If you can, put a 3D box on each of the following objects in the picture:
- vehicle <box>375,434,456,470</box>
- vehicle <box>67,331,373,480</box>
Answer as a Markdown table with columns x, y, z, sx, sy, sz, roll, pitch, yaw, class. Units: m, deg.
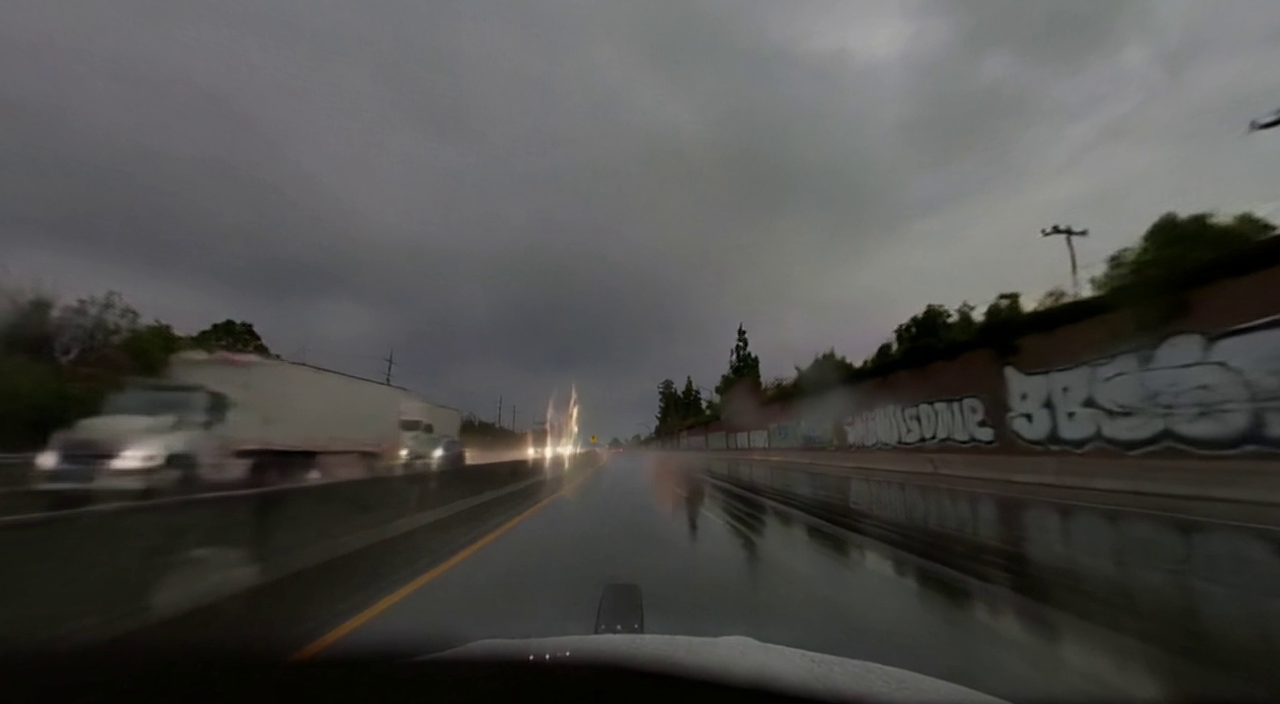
| x | y | z | sx | sy | sz | roll | pitch | yaw | class |
| --- | --- | --- | --- | --- | --- | --- | --- | --- | --- |
| -10.001 | 4.496 | 28.313 | 2.141 | 1.485 | 4.219 | 0 | -9 | 0 | vehicle |
| -13.429 | 2.288 | 22.280 | 2.962 | 3.875 | 11.868 | 0 | -9 | -2 | vehicle |
